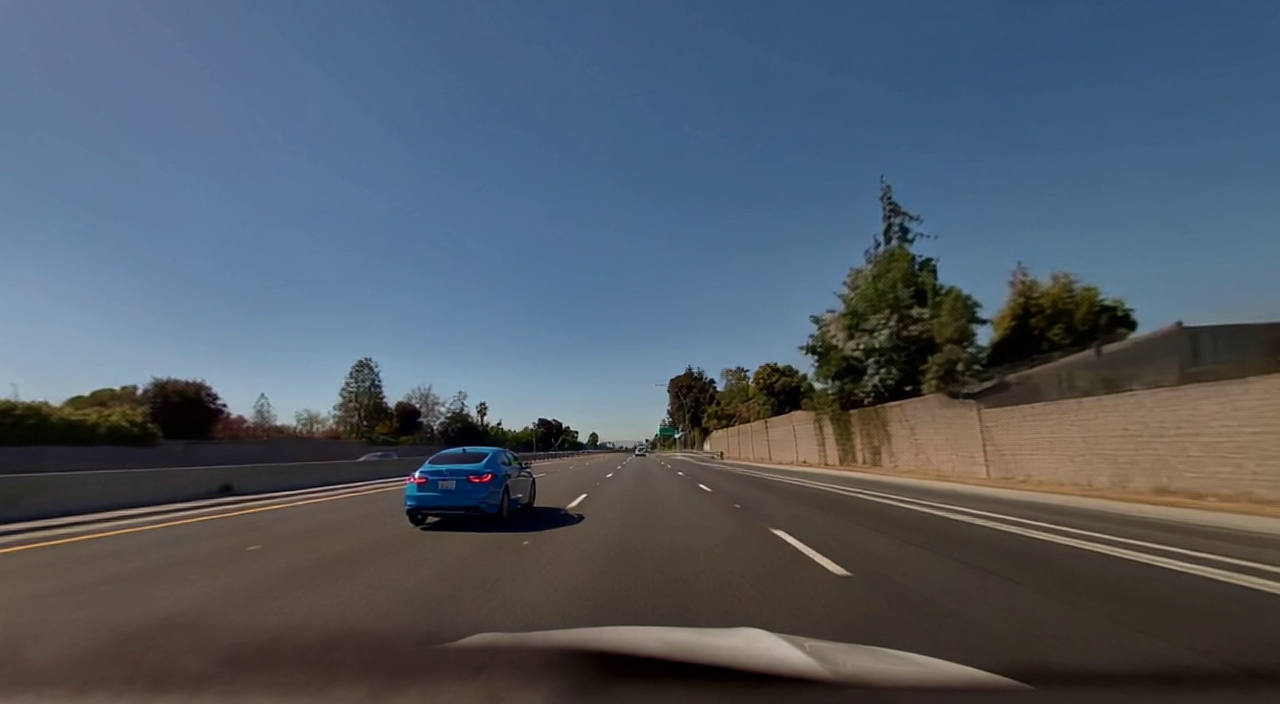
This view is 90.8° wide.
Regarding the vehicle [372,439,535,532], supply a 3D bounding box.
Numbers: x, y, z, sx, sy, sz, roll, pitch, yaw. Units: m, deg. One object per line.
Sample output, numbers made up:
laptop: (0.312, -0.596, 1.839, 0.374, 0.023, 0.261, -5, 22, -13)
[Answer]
vehicle: (-3.317, 2.434, 12.074, 1.935, 1.479, 3.787, 0, -9, 0)
